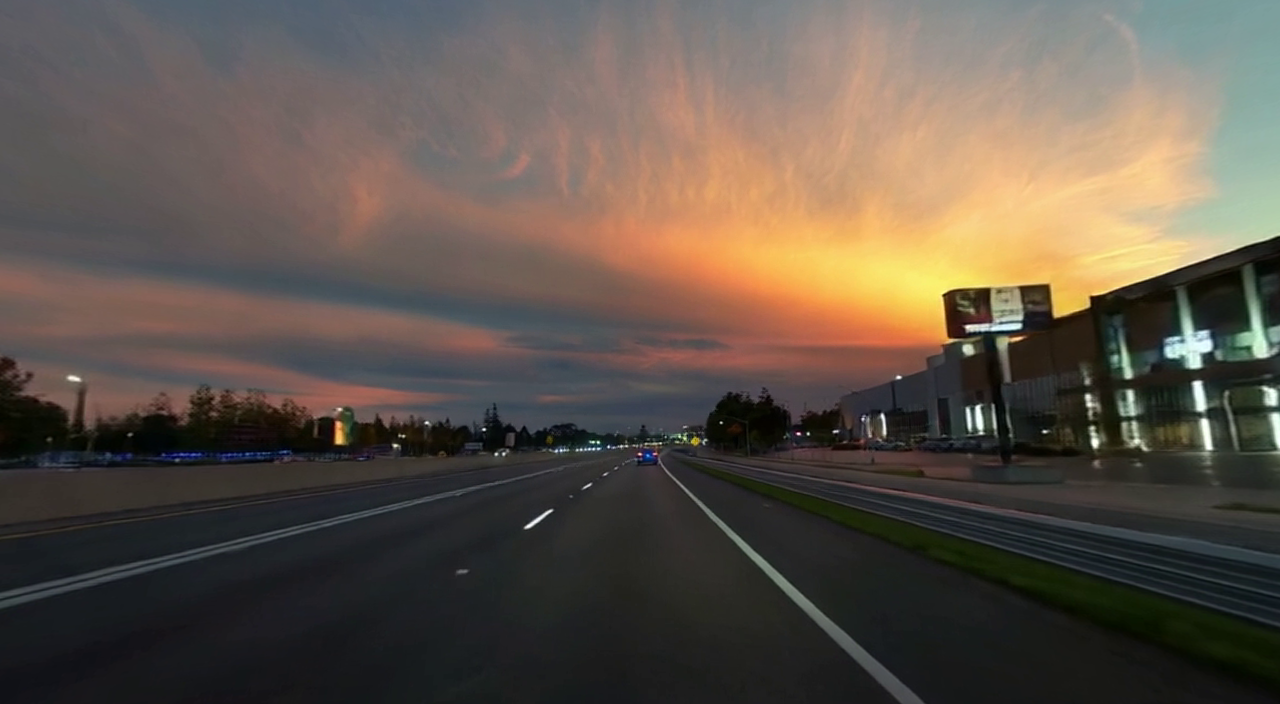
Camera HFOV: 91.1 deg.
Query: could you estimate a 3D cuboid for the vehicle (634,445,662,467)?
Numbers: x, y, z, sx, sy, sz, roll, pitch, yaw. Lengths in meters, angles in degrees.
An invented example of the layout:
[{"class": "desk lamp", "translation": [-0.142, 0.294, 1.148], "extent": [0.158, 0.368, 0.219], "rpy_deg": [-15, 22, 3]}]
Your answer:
[{"class": "vehicle", "translation": [0.579, 7.796, 47.228], "extent": [2.014, 1.507, 3.960], "rpy_deg": [-1, -9, 1]}]
